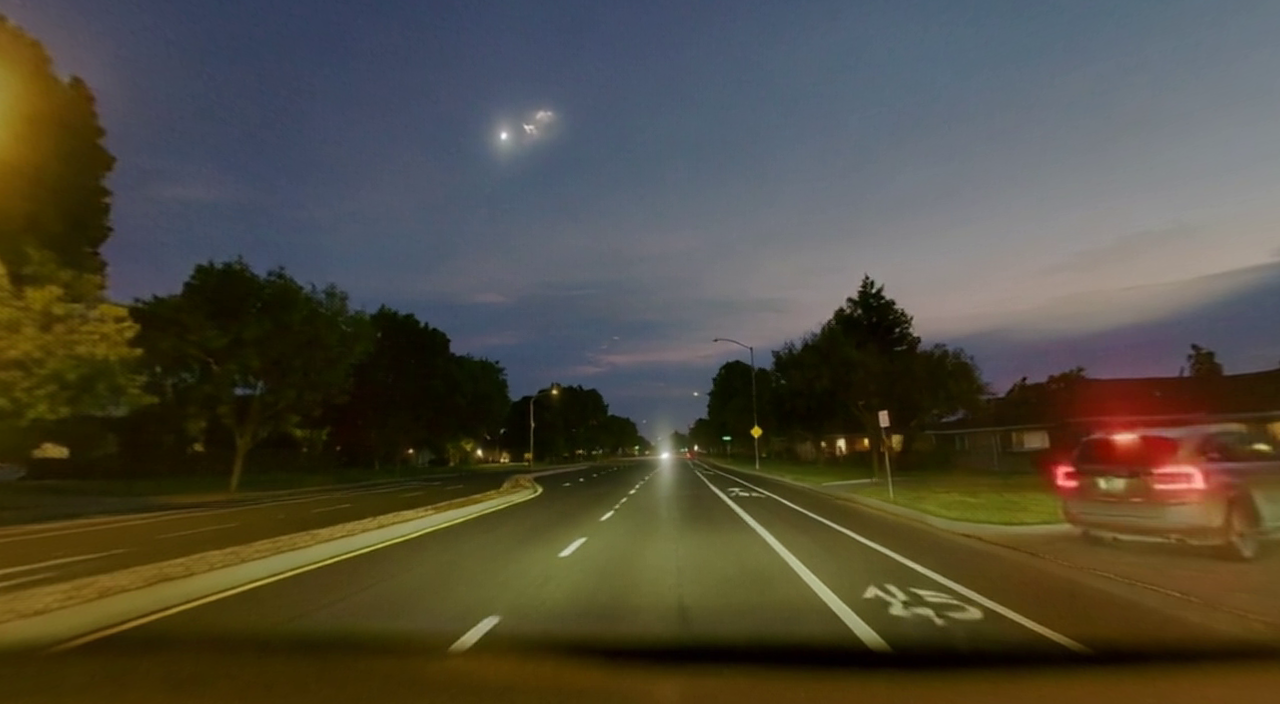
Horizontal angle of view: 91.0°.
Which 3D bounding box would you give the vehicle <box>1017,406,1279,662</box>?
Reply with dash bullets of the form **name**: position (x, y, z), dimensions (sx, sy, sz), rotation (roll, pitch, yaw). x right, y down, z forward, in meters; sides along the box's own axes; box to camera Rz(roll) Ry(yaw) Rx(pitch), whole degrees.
- **vehicle**: position (5.404, 1.558, 6.460), dimensions (2.018, 1.733, 4.546), rotation (-6, -11, 37)
